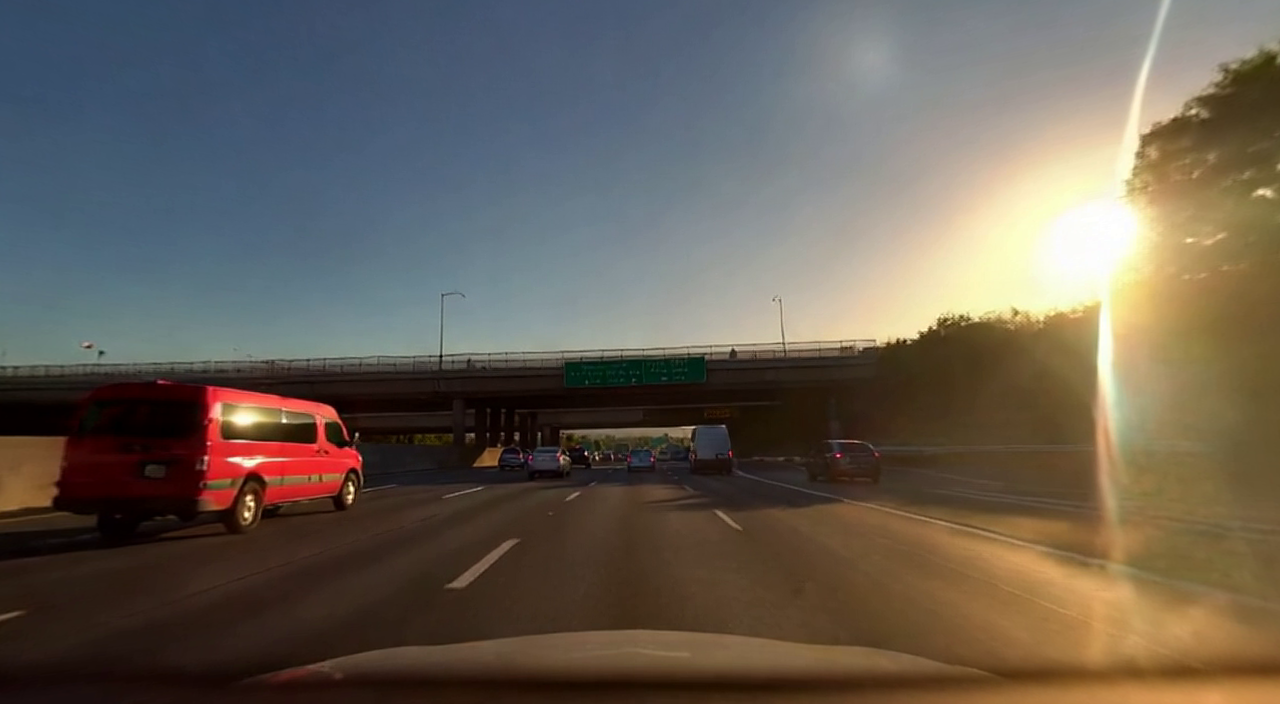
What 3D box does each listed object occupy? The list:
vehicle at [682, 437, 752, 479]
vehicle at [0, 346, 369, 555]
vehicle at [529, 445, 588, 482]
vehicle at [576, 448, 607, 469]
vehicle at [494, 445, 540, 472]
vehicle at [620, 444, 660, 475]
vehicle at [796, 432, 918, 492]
[{"bbox_3d":[3.700,5.254,31.551,2.777,1.895,5.710,0,-9,0],"label":"vehicle"},{"bbox_3d":[-7.563,1.748,11.498,2.336,2.708,6.421,0,-9,0],"label":"vehicle"},{"bbox_3d":[-3.493,4.860,27.733,1.970,1.483,4.071,0,-9,1],"label":"vehicle"},{"bbox_3d":[-3.555,7.885,47.100,1.987,1.466,4.341,0,-9,0],"label":"vehicle"},{"bbox_3d":[-7.638,6.655,39.558,1.961,1.562,4.301,0,-9,1],"label":"vehicle"},{"bbox_3d":[0.010,5.950,35.218,2.115,1.617,4.102,0,-9,1],"label":"vehicle"},{"bbox_3d":[7.422,3.832,22.430,2.304,1.840,5.706,0,-9,0],"label":"vehicle"}]
